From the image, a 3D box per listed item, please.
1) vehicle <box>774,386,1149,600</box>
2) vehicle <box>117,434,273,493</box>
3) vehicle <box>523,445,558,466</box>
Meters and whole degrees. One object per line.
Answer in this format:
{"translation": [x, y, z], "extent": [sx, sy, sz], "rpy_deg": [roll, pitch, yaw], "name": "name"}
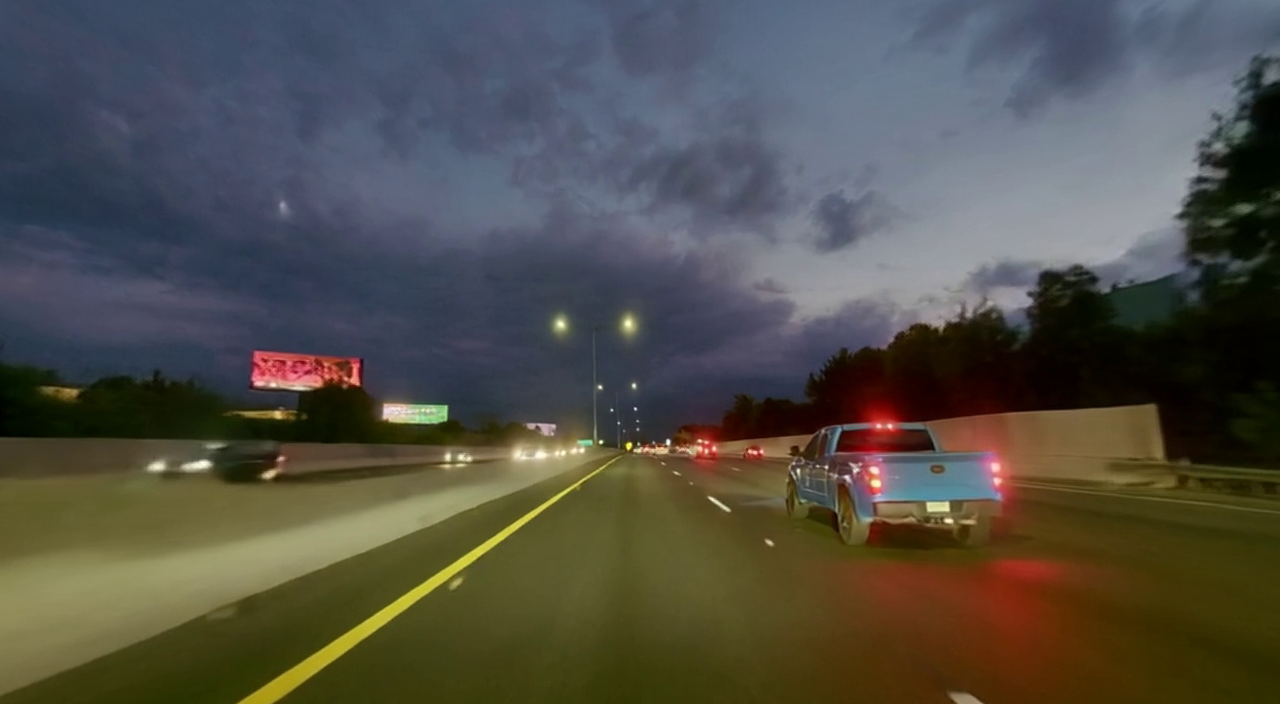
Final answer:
{"translation": [3.073, 1.468, 7.397], "extent": [1.973, 1.710, 4.476], "rpy_deg": [0, -9, -1], "name": "vehicle"}
{"translation": [-17.633, 4.428, 25.540], "extent": [2.289, 2.077, 5.418], "rpy_deg": [0, -8, 1], "name": "vehicle"}
{"translation": [-7.770, 8.094, 49.610], "extent": [2.035, 1.508, 3.950], "rpy_deg": [0, -8, 0], "name": "vehicle"}
